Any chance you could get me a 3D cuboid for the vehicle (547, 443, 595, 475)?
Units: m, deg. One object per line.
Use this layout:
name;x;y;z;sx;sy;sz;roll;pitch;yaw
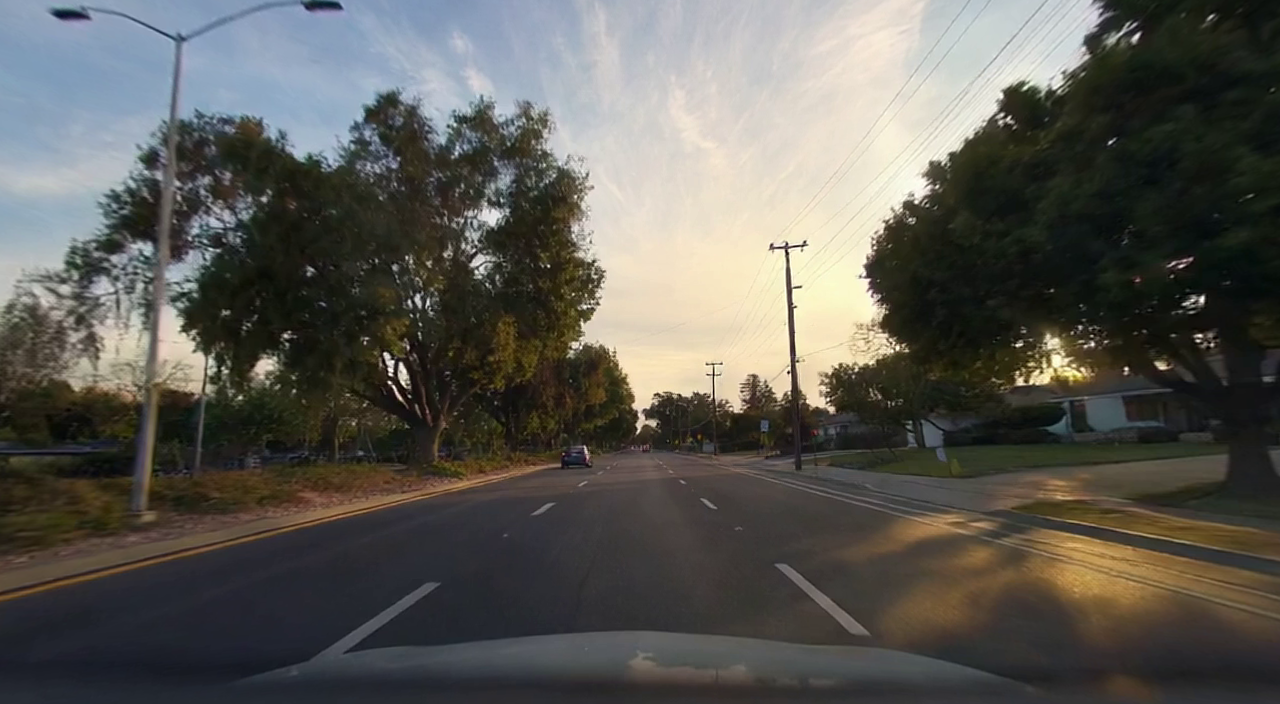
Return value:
vehicle;-3.511;5.544;32.849;2.007;1.514;4.049;0;-8;1
